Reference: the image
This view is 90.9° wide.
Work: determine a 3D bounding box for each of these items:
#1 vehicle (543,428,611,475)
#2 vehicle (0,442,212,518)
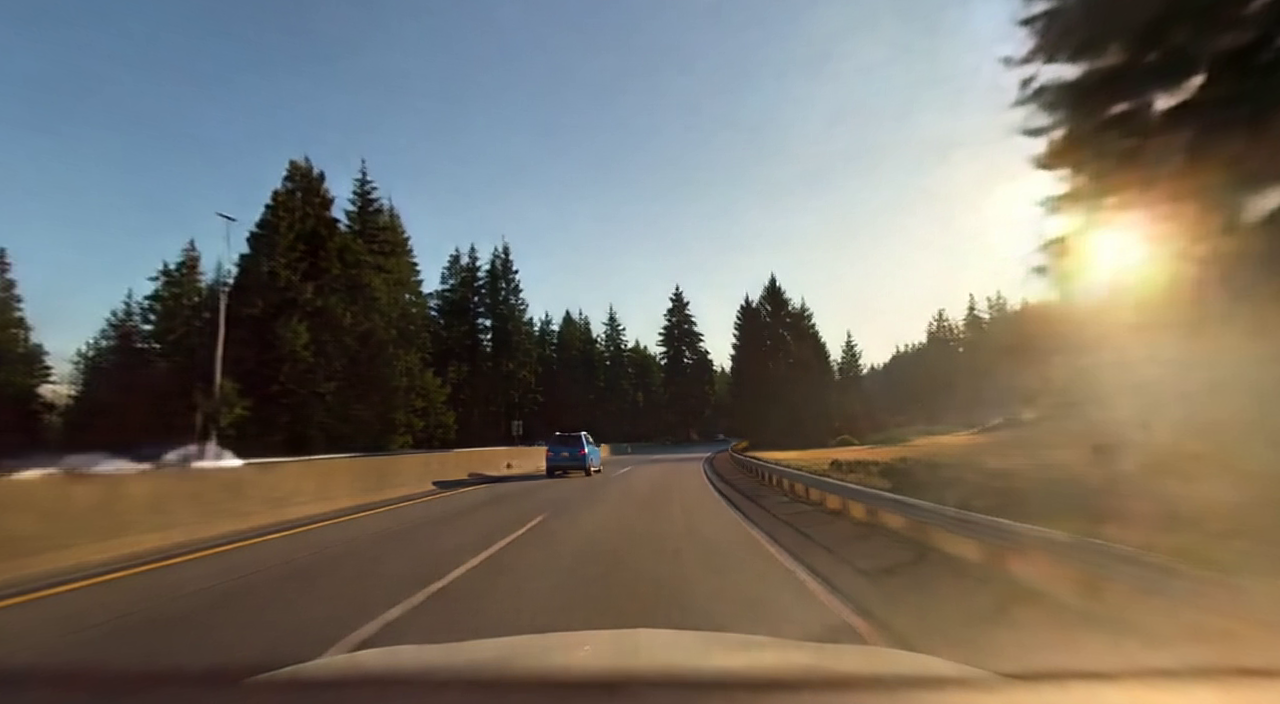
[{"bbox_3d":[-2.504,4.107,26.115,2.005,1.752,4.479,-1,-8,5],"label":"vehicle"},{"bbox_3d":[-12.709,2.922,15.015,1.916,1.506,4.401,-1,-8,1],"label":"vehicle"}]
